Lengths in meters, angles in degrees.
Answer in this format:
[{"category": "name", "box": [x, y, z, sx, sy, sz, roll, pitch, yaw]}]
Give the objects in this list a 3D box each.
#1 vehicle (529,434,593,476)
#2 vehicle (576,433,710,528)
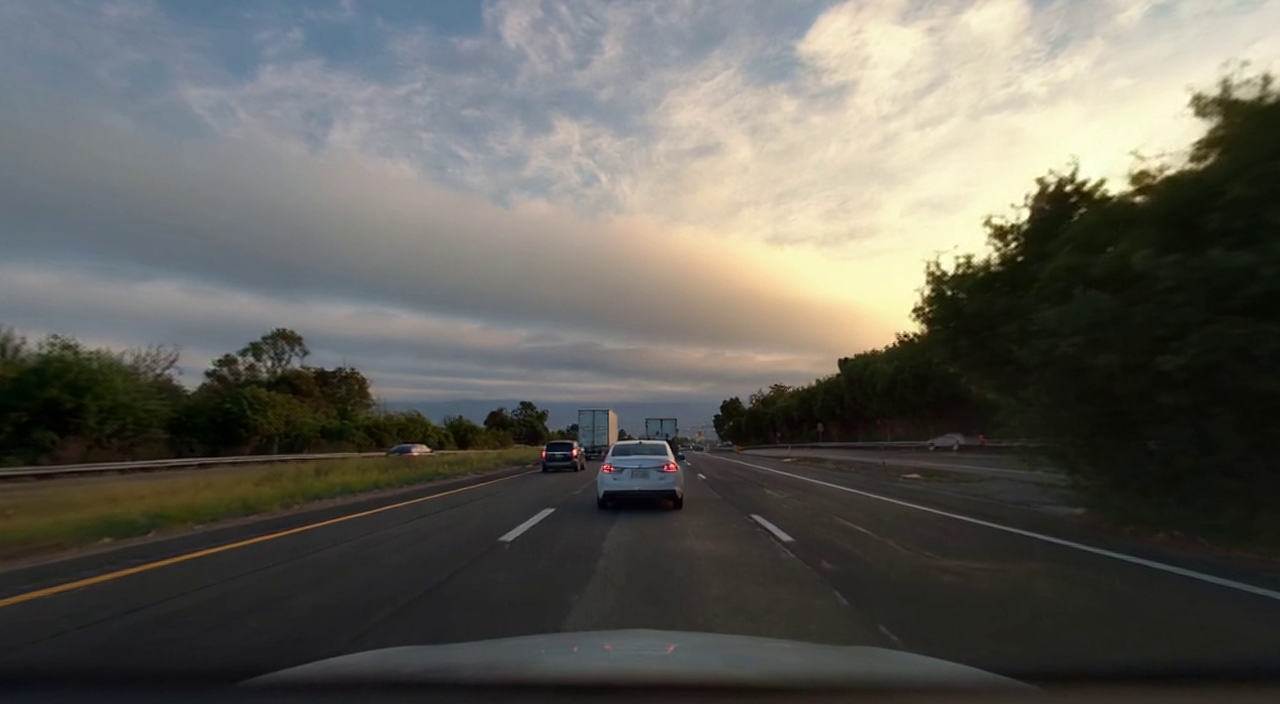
[{"category": "vehicle", "box": [-3.437, 4.612, 28.230, 2.177, 1.699, 4.431, 0, -9, 2]}, {"category": "vehicle", "box": [0.015, 2.292, 11.721, 2.057, 1.449, 3.931, 0, -9, -1]}]
